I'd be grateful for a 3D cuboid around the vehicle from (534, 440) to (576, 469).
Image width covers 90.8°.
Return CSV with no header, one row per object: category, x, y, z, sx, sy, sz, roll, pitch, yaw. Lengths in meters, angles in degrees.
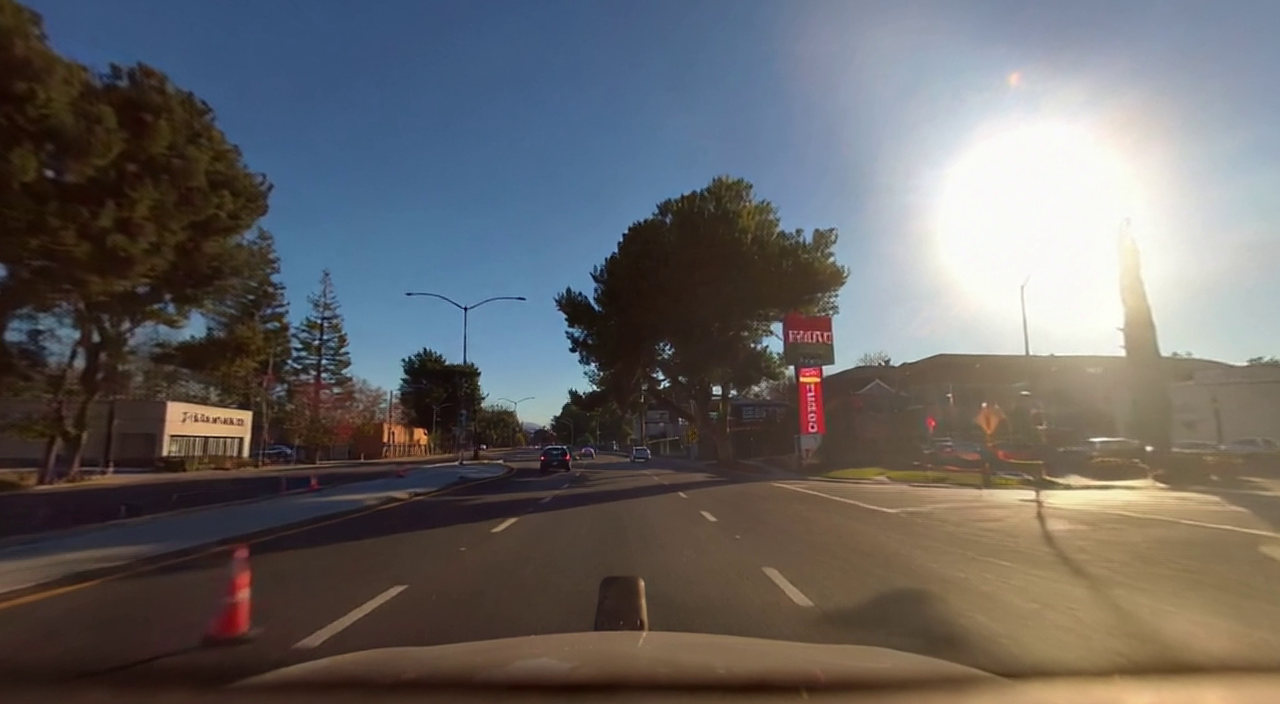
vehicle,-5.360,6.559,40.494,2.381,1.721,4.186,0,-9,-4
